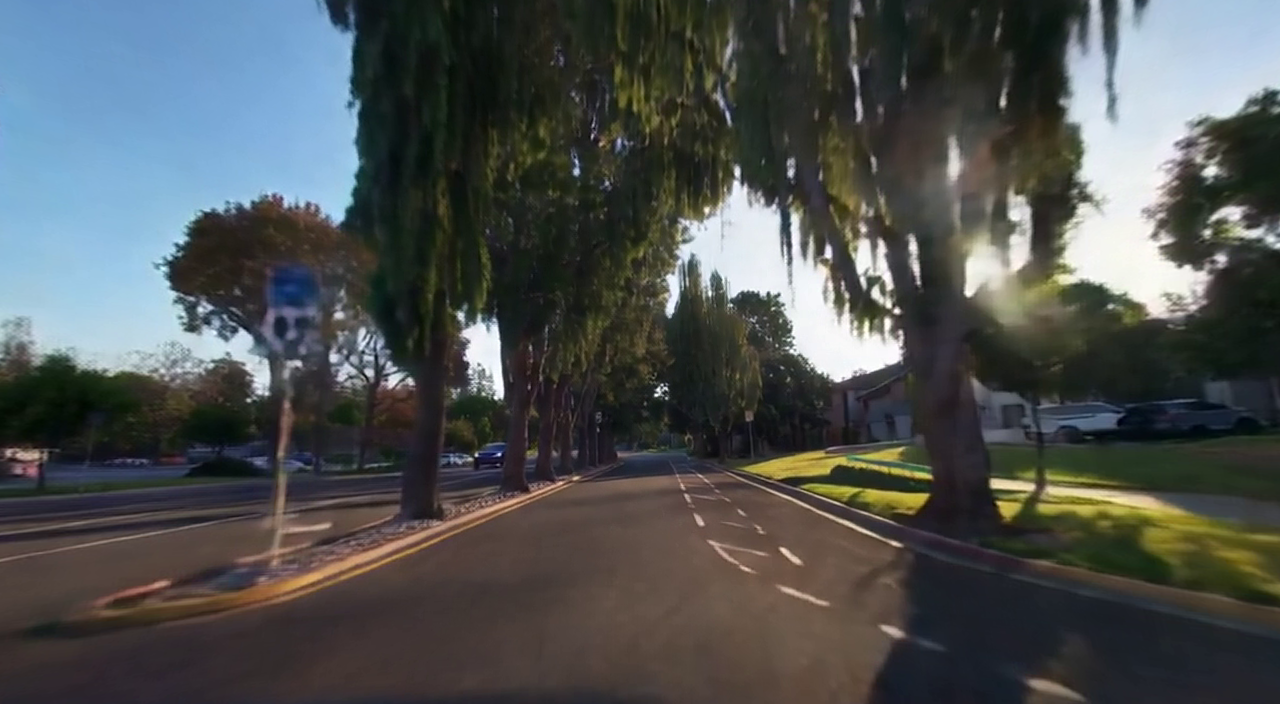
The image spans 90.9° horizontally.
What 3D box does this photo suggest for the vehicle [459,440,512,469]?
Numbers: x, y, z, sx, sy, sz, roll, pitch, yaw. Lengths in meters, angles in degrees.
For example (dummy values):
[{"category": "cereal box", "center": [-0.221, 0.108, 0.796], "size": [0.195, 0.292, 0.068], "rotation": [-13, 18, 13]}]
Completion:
[{"category": "vehicle", "center": [-10.852, 7.243, 44.693], "size": [2.336, 1.905, 4.908], "rotation": [0, -8, 1]}]
